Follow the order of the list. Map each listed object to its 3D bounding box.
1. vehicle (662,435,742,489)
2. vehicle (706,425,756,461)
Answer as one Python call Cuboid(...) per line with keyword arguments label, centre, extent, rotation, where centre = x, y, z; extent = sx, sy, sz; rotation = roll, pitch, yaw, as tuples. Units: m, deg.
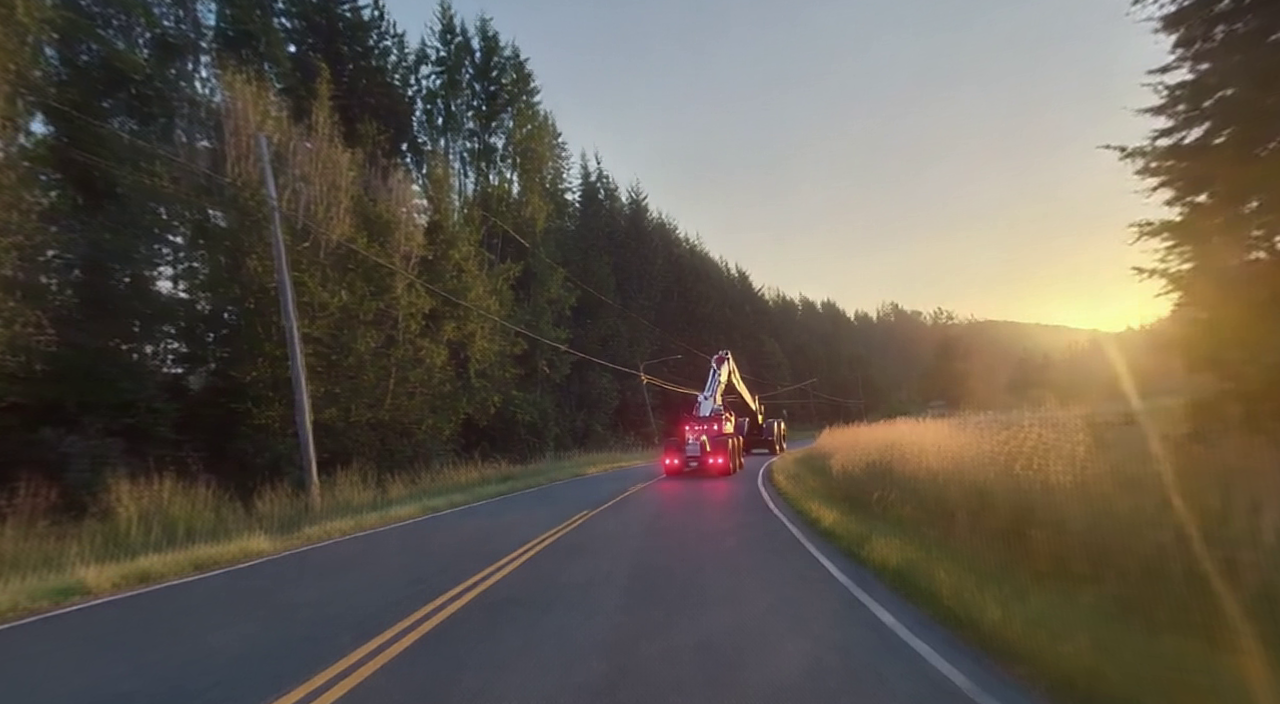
Cuboid(label="vehicle", centre=(2.031, 3.357, 19.626), extent=(2.196, 1.465, 4.294), rotation=(-1, -9, 9))
Cuboid(label="vehicle", centre=(5.634, 5.564, 38.548), extent=(2.376, 2.051, 5.366), rotation=(-2, -9, 14))
